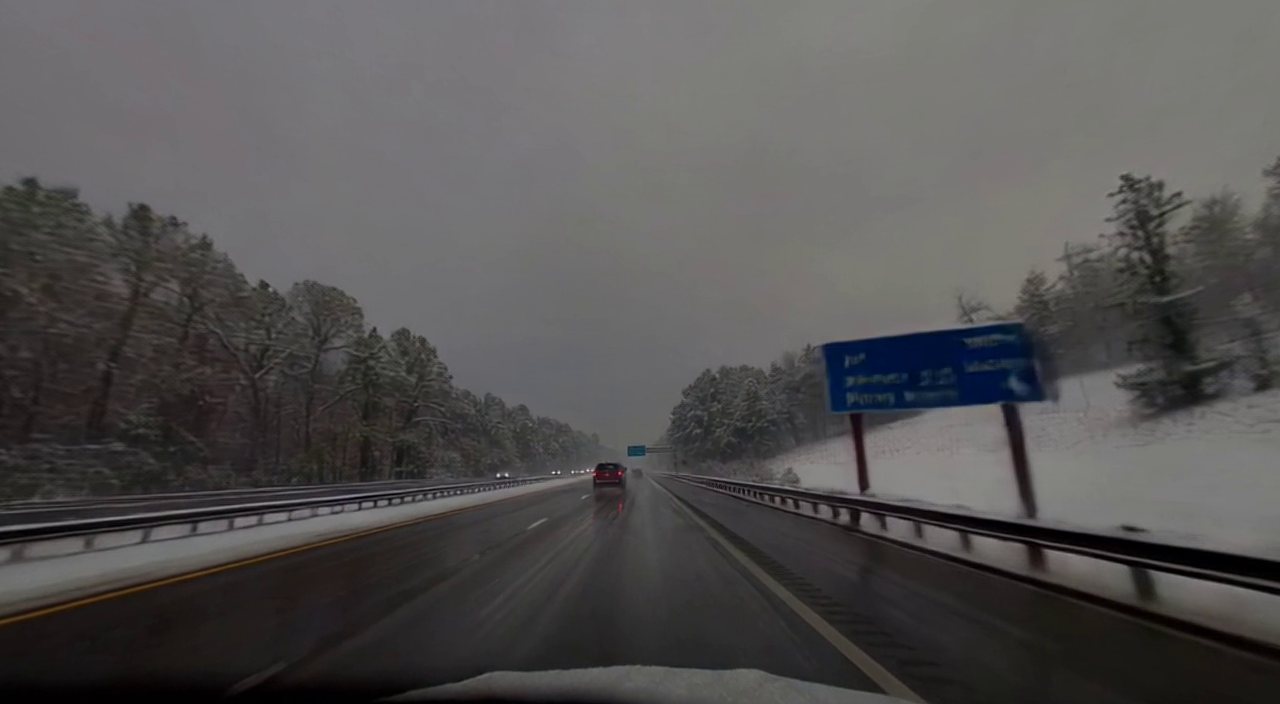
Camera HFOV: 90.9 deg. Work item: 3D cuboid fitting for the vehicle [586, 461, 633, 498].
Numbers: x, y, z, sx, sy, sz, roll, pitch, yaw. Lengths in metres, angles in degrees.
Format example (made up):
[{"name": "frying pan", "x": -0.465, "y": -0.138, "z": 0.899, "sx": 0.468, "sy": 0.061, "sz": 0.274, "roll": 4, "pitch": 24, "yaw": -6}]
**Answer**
[{"name": "vehicle", "x": -1.466, "y": 6.398, "z": 31.775, "sx": 2.107, "sy": 1.668, "sz": 4.554, "roll": 1, "pitch": -11, "yaw": 0}]
